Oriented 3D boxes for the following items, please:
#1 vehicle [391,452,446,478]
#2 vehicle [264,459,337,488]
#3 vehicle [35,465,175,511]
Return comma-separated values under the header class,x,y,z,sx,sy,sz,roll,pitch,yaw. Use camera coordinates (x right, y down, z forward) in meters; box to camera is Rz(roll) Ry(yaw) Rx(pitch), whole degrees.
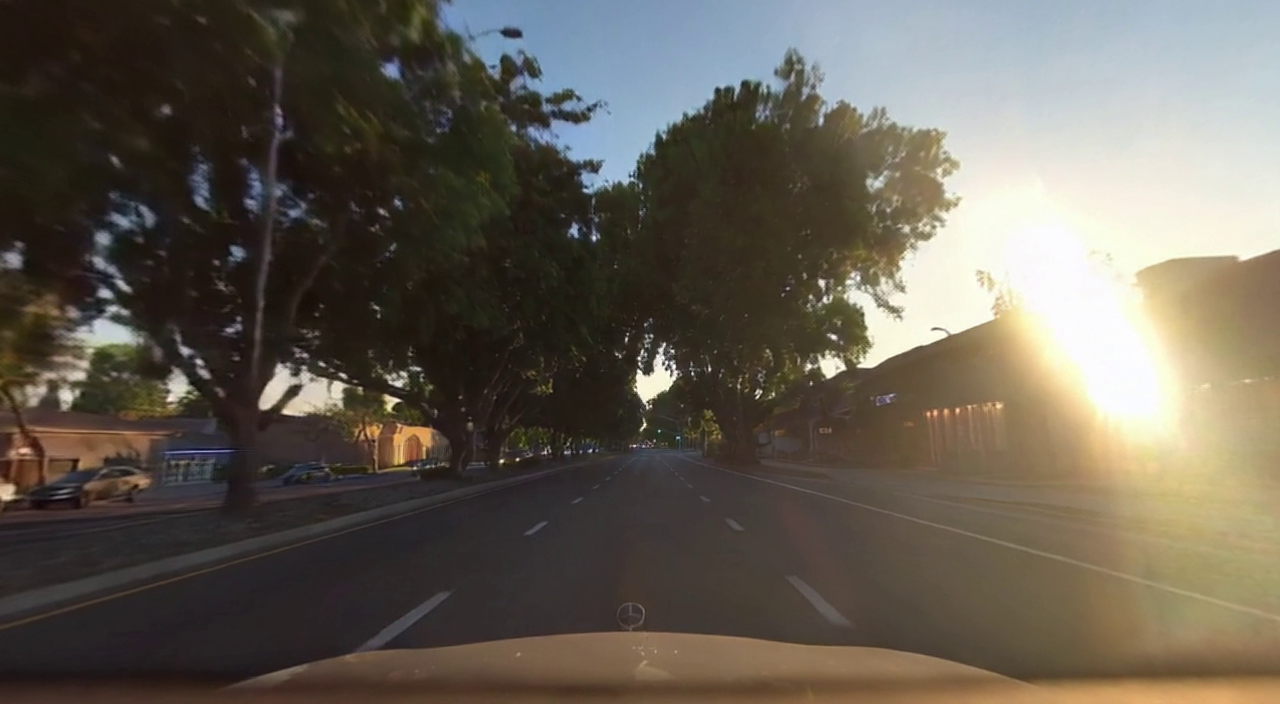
class,x,y,z,sx,sy,sz,roll,pitch,yaw
vehicle,-14.118,7.175,40.408,1.829,1.505,4.275,-1,-8,1
vehicle,-21.521,7.693,40.192,1.881,1.537,4.611,-3,-9,3
vehicle,-21.879,5.547,26.068,1.885,1.504,4.359,-3,-9,2
